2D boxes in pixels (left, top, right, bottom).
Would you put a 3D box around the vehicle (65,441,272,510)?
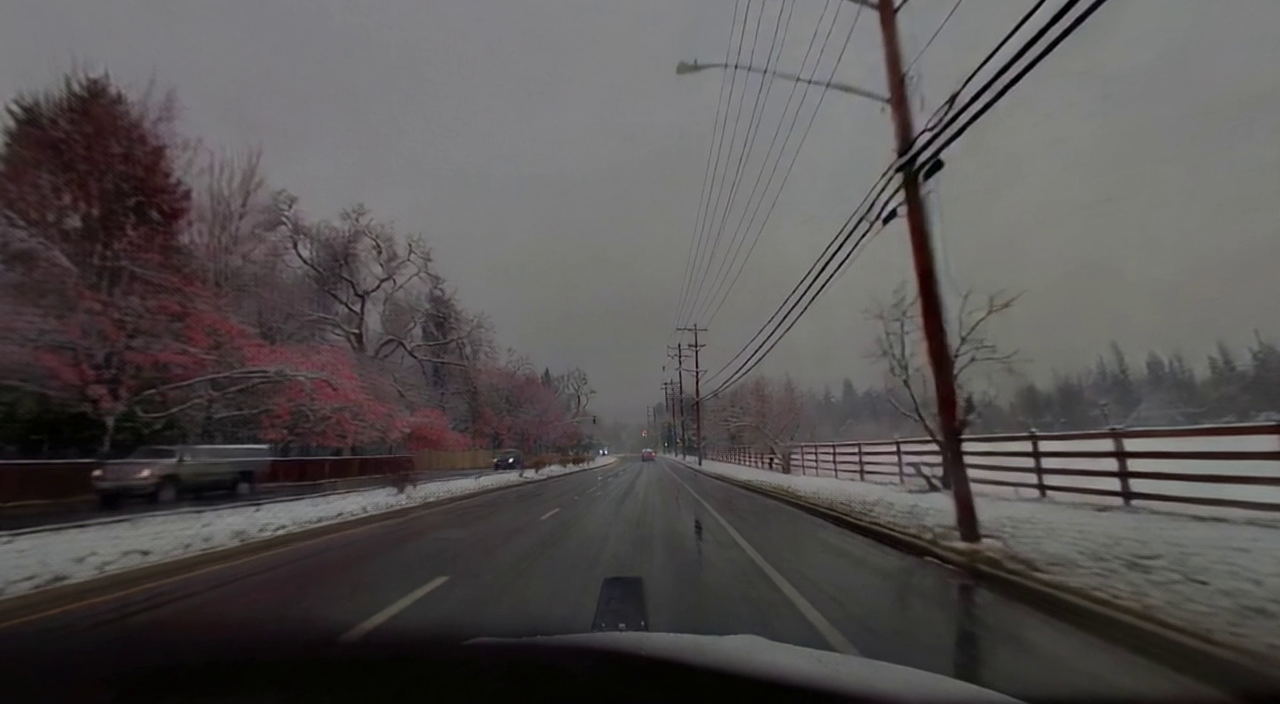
[{"bbox_3d":[-15.239,3.987,21.020,2.269,1.943,5.876,0,-8,1],"label":"vehicle"}]
